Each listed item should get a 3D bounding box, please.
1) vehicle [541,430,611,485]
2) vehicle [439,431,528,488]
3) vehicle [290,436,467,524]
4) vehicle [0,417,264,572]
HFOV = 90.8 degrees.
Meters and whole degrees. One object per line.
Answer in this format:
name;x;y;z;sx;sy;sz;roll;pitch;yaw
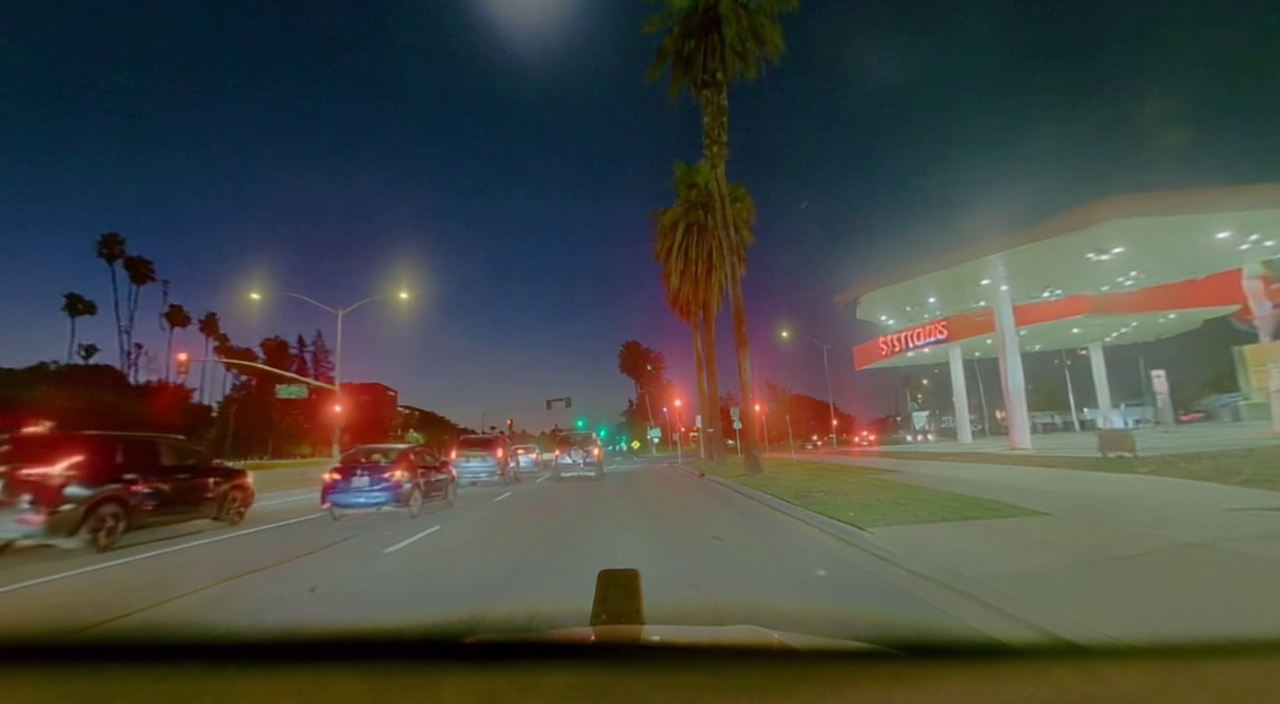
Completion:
vehicle;-2.176;3.770;22.708;2.153;1.759;4.320;0;-9;-2
vehicle;-5.543;3.885;23.062;2.025;1.862;4.804;0;-9;0
vehicle;-5.361;2.677;13.799;1.885;1.567;4.775;0;-9;-1
vehicle;-8.673;2.120;10.219;2.178;1.864;5.005;0;-9;-1
